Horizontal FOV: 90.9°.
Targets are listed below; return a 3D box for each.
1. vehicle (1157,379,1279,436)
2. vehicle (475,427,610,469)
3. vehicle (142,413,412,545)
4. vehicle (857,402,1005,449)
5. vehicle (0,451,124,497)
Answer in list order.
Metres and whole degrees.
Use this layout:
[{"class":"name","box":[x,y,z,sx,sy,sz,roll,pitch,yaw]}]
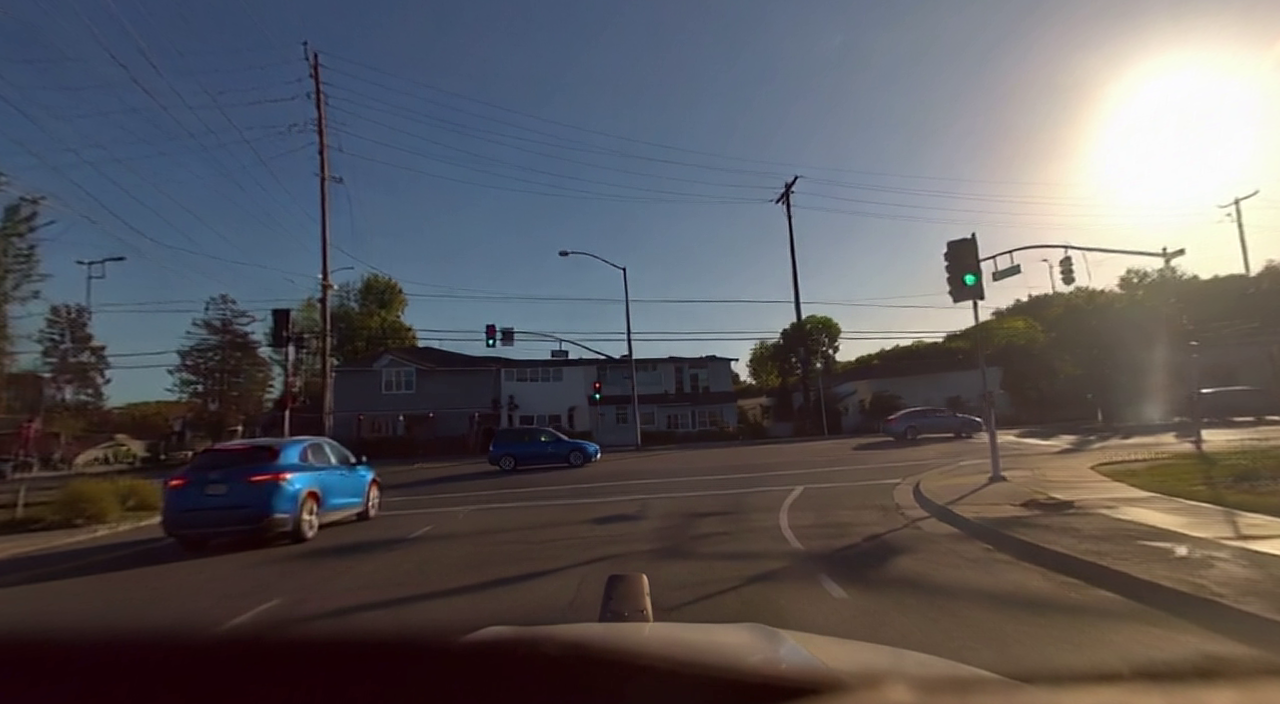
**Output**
[{"class":"vehicle","box":[23.487,2.184,24.412,4.950,2.022,2.221,0,-9,-4]},{"class":"vehicle","box":[-3.489,3.522,23.384,4.757,1.442,1.858,0,-7,-3]},{"class":"vehicle","box":[-5.703,2.048,10.810,1.928,1.726,4.704,0,-9,-2]},{"class":"vehicle","box":[10.955,2.825,23.965,4.636,1.668,1.935,0,-9,-2]},{"class":"vehicle","box":[-21.397,4.262,22.143,4.610,1.476,2.021,0,-9,-4]}]
